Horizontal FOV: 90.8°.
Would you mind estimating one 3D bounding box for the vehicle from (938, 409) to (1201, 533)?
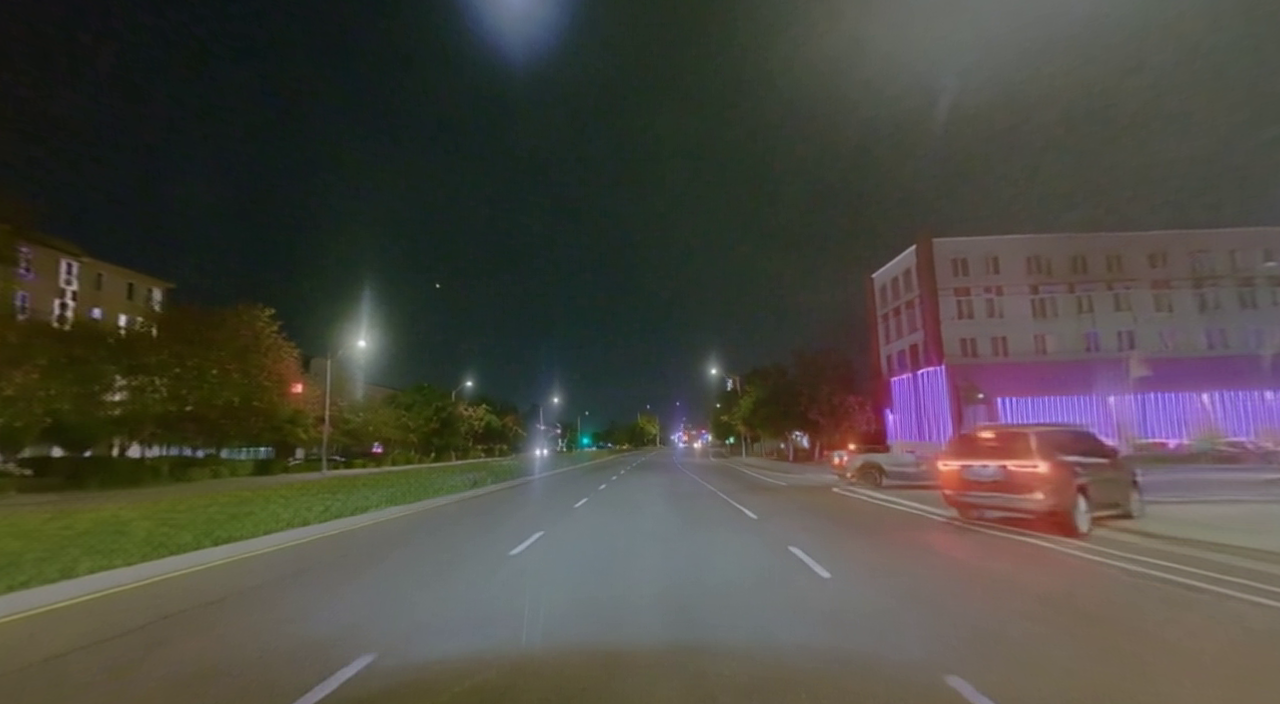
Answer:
[{"bbox_3d":[8.701,2.273,12.710,5.157,1.991,2.477,5,-10,-34],"label":"vehicle"}]

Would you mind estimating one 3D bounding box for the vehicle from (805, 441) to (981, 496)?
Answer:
[{"bbox_3d":[7.679,3.503,19.355,4.733,1.499,2.000,-4,-9,26],"label":"vehicle"}]
